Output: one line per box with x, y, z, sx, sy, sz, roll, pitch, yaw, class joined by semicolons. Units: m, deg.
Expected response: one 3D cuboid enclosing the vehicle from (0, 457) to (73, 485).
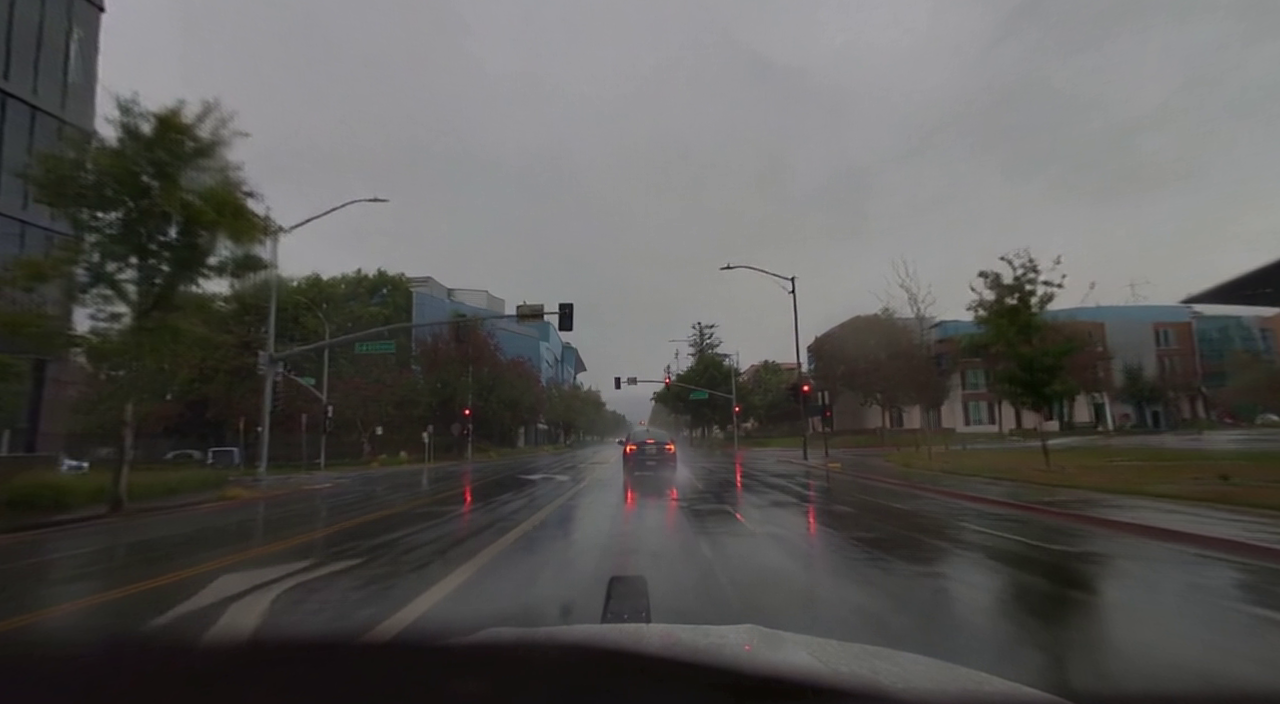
-35.473;6.733;35.795;4.494;1.475;1.893;0;-8;-3;vehicle

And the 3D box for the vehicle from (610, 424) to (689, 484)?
0.251;3.121;19.513;2.184;1.640;4.086;0;-8;0;vehicle
